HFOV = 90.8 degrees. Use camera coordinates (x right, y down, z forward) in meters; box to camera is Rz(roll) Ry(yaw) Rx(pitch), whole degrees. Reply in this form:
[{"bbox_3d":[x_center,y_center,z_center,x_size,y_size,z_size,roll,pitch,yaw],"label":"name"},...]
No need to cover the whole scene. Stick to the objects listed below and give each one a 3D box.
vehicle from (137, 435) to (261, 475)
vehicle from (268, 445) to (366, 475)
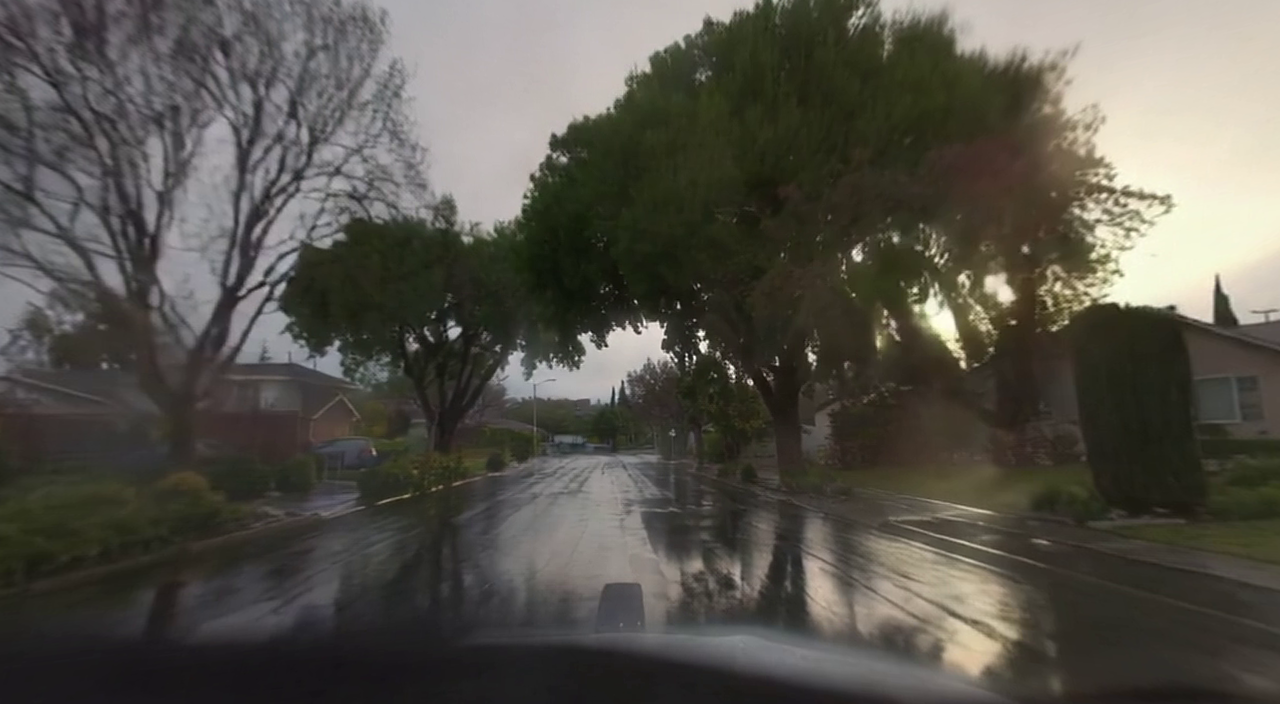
[{"bbox_3d":[-21.228,4.977,30.593,4.359,1.789,2.123,0,-9,-3],"label":"vehicle"},{"bbox_3d":[-17.952,6.016,35.284,4.307,1.508,2.072,-1,-9,-2],"label":"vehicle"}]
